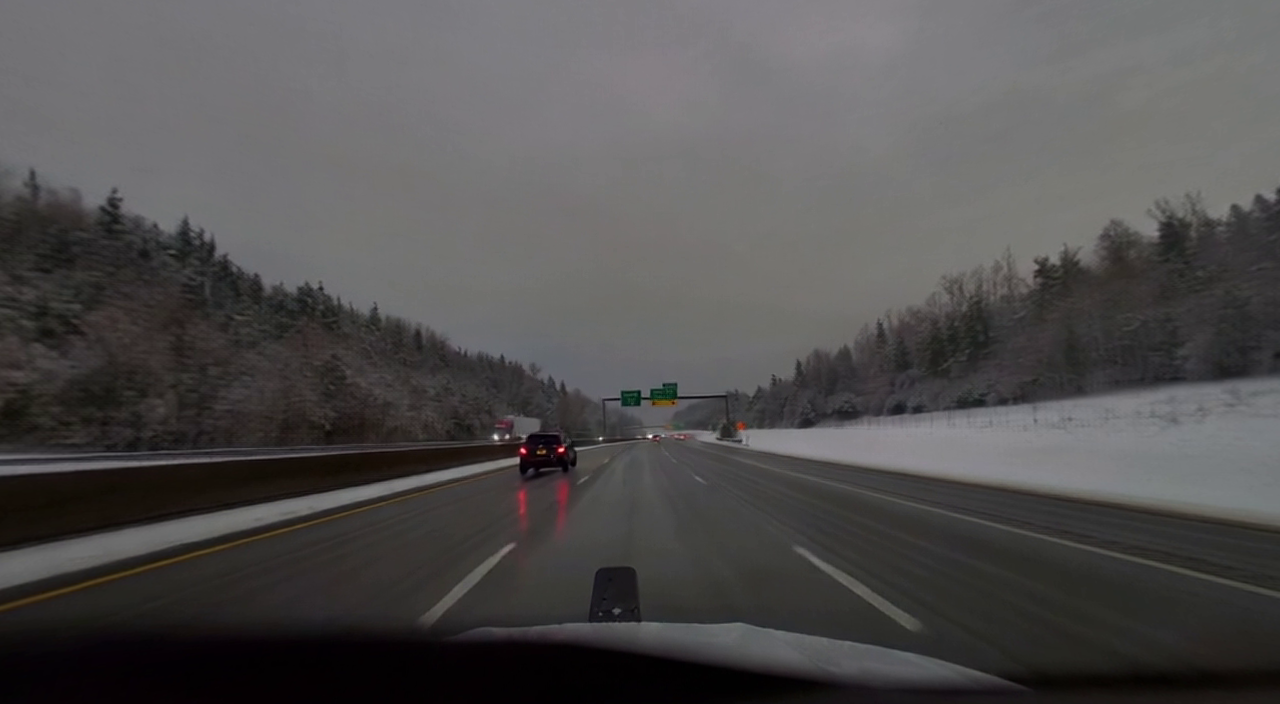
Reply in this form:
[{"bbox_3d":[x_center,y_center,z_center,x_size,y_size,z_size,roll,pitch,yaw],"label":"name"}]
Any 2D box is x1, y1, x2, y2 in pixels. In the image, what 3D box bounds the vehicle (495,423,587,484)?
[{"bbox_3d":[-2.859,3.036,19.227,2.084,1.654,4.080,0,-8,1],"label":"vehicle"}]
